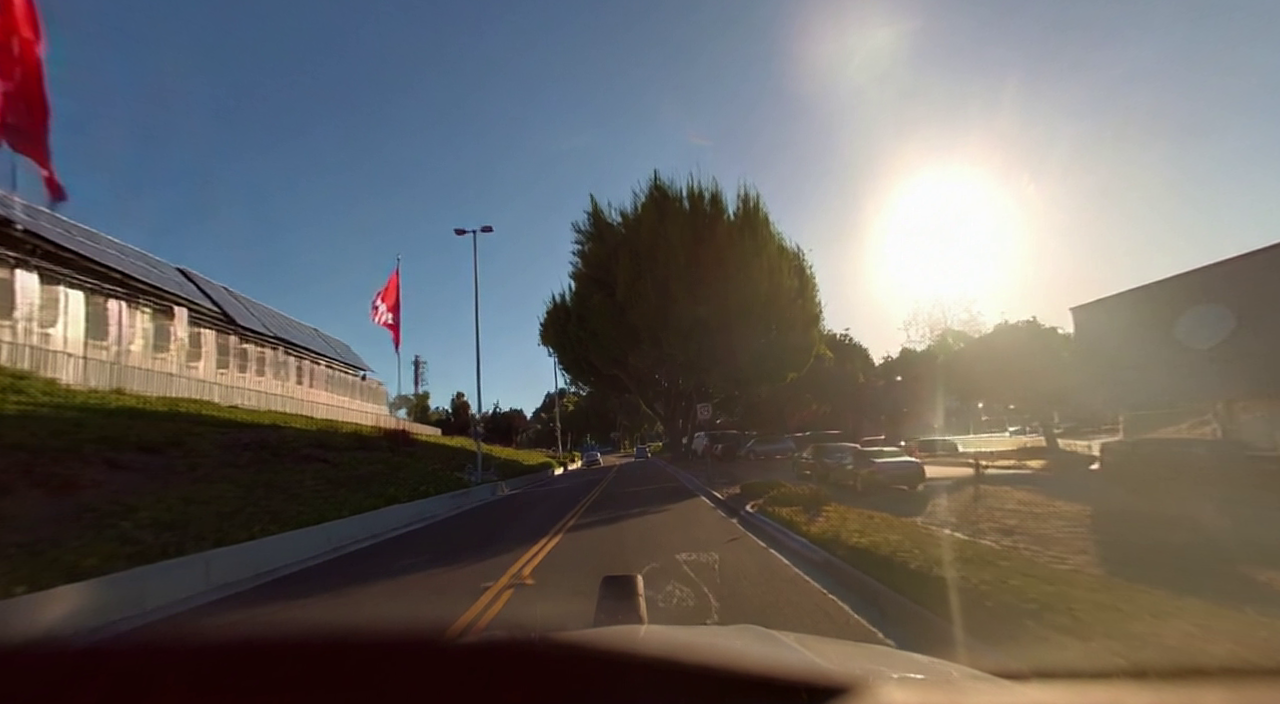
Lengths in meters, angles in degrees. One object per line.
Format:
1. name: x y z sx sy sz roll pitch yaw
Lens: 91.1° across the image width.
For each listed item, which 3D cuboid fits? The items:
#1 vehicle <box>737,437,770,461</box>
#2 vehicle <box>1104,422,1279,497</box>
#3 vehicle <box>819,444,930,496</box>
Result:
1. vehicle: 8.923 7.652 49.576 1.924 1.713 4.627 -1 -9 3
2. vehicle: 14.887 2.760 16.400 1.947 1.657 4.314 1 -9 -6
3. vehicle: 7.423 3.772 20.396 1.909 1.496 4.079 0 -9 -2
